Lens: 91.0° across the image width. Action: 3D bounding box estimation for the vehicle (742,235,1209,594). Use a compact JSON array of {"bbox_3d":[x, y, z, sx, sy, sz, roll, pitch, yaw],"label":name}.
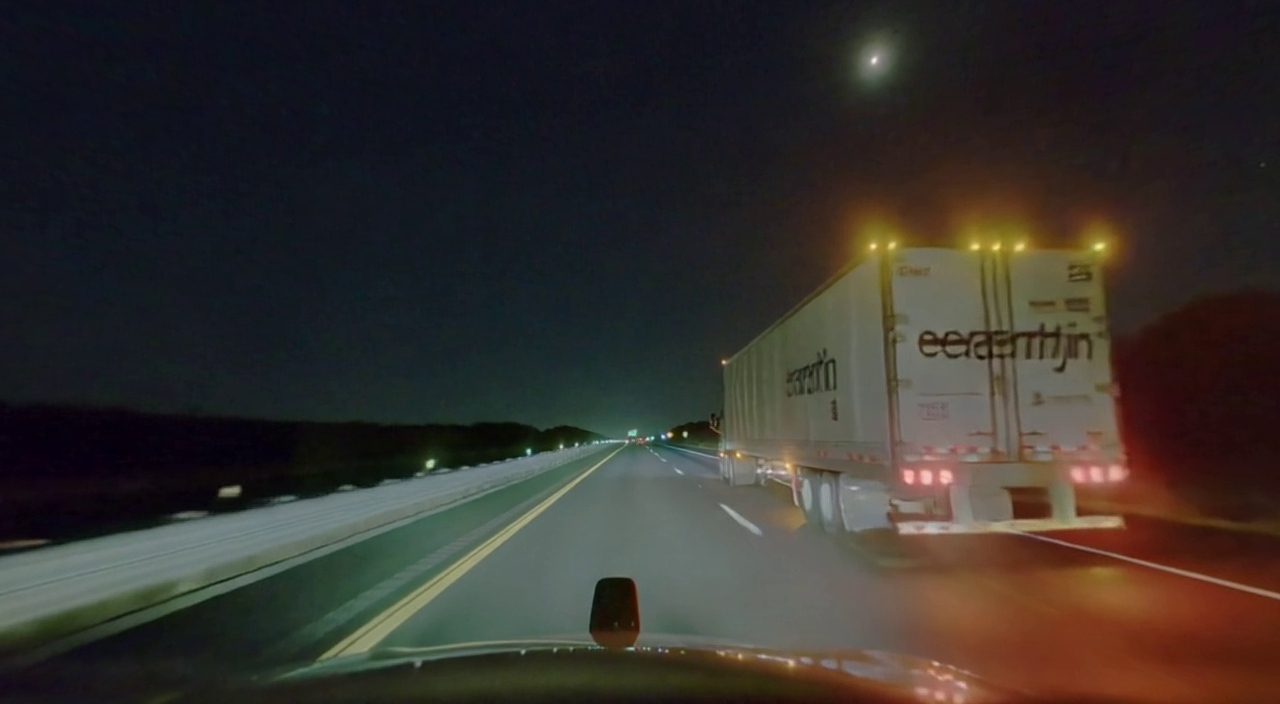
[{"bbox_3d":[3.509,0.994,9.208,2.702,3.193,7.196,0,-8,-1],"label":"vehicle"}]
